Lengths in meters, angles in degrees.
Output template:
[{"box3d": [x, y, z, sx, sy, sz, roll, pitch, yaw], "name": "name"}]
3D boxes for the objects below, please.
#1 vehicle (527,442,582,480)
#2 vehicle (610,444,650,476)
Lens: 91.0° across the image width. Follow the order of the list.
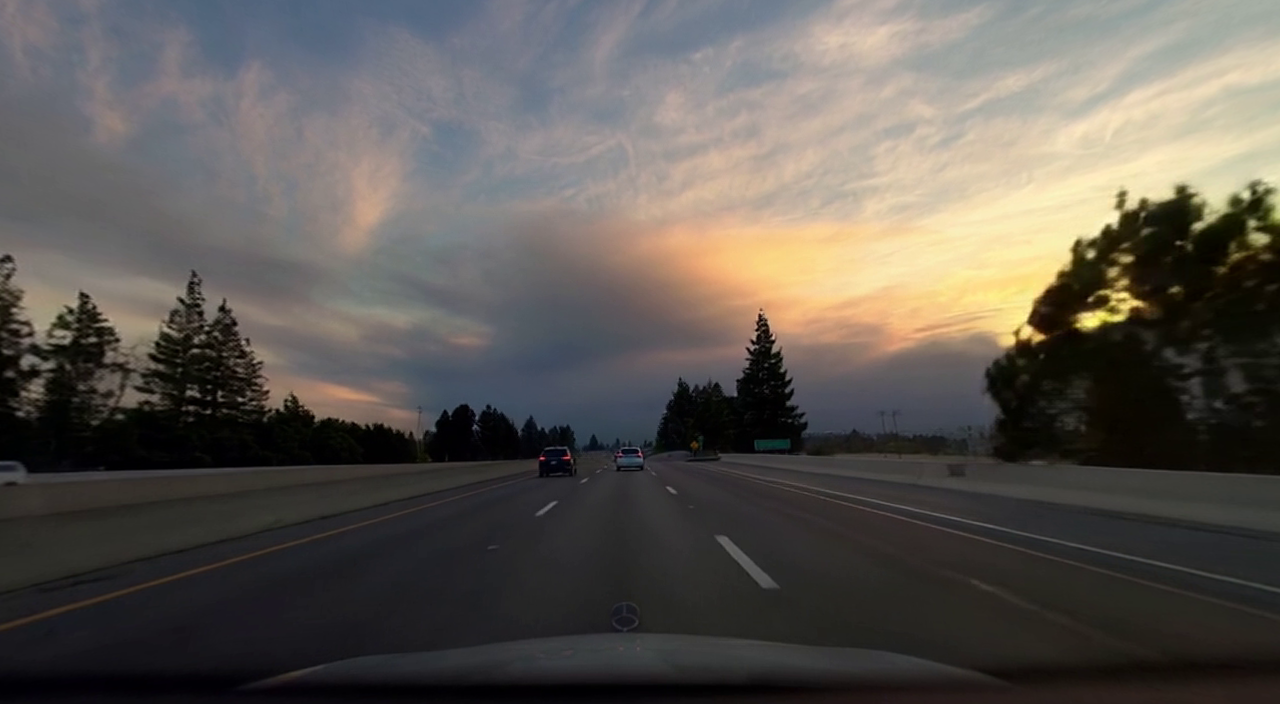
[{"box3d": [-4.182, 5.395, 31.516, 2.130, 1.741, 4.665, 0, -9, 0], "name": "vehicle"}, {"box3d": [-0.529, 5.988, 35.087, 2.130, 1.684, 3.826, 0, -9, 0], "name": "vehicle"}]
